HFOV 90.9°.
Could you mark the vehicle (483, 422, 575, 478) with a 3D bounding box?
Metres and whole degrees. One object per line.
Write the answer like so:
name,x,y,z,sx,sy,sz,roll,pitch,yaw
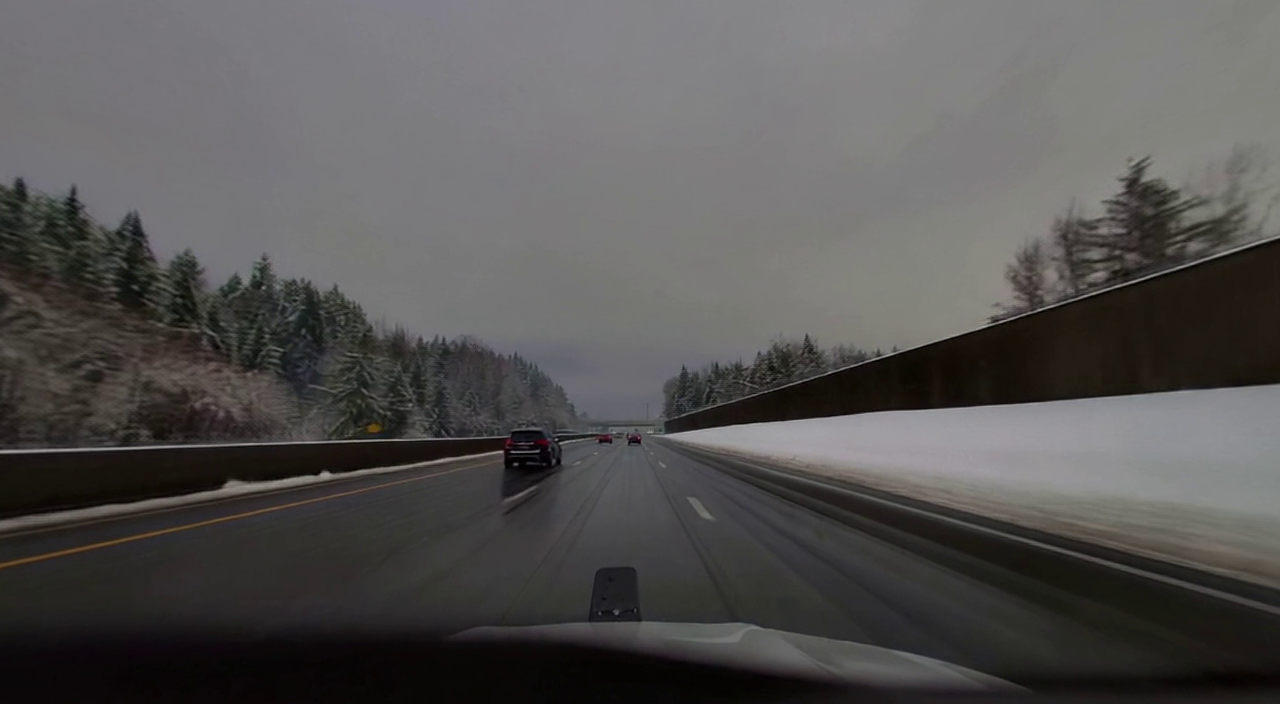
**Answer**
vehicle,-3.665,3.346,21.842,2.306,1.730,4.606,0,-8,1
